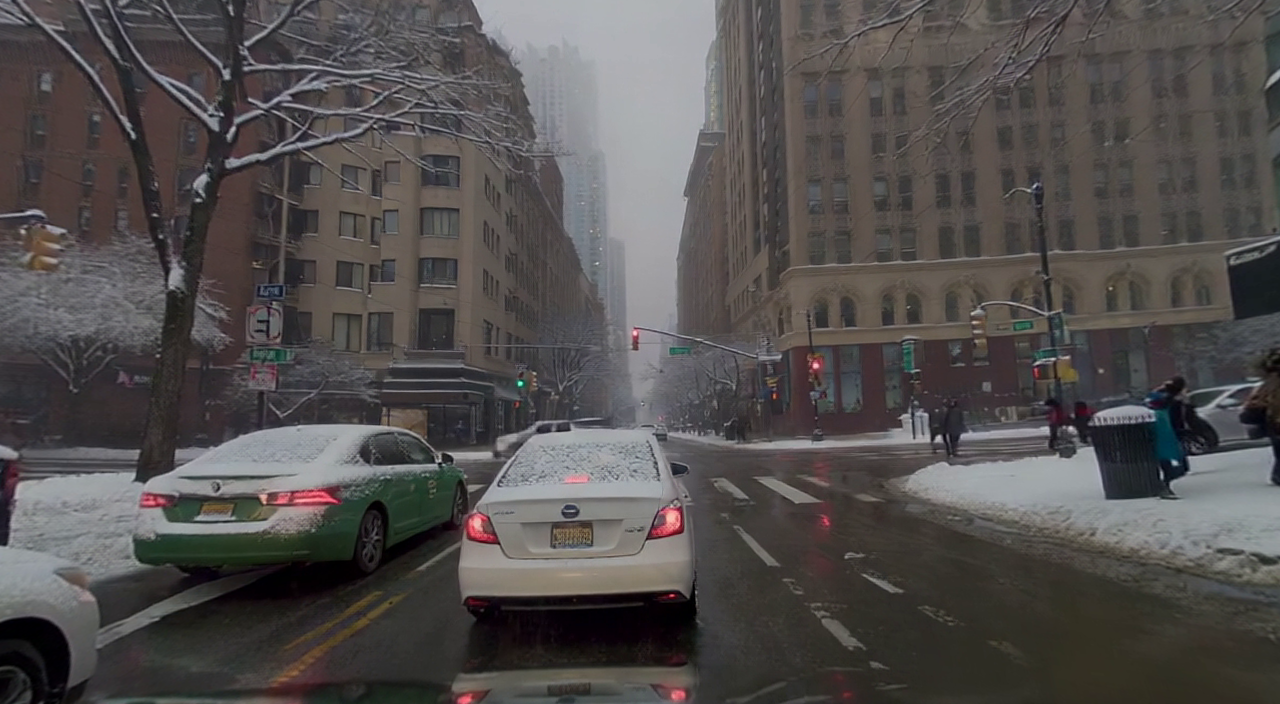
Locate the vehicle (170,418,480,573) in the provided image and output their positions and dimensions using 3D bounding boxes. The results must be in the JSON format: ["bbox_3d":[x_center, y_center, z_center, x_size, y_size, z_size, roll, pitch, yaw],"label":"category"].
[{"bbox_3d":[-3.682,1.749,8.485,1.934,1.522,4.287,0,-8,0],"label":"vehicle"}]

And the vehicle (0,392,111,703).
[{"bbox_3d":[-3.917,0.705,1.179,1.995,1.524,4.438,0,-8,0],"label":"vehicle"}]

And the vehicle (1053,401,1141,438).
[{"bbox_3d":[22.472,3.369,31.002,4.392,1.667,1.958,5,-10,-34],"label":"vehicle"}]

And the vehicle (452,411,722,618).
[{"bbox_3d":[-0.410,1.501,6.731,1.999,1.520,3.896,0,-8,0],"label":"vehicle"}]

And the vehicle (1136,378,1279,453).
[{"bbox_3d":[21.628,2.354,22.871,5.863,2.493,2.354,2,-9,-12],"label":"vehicle"}]
